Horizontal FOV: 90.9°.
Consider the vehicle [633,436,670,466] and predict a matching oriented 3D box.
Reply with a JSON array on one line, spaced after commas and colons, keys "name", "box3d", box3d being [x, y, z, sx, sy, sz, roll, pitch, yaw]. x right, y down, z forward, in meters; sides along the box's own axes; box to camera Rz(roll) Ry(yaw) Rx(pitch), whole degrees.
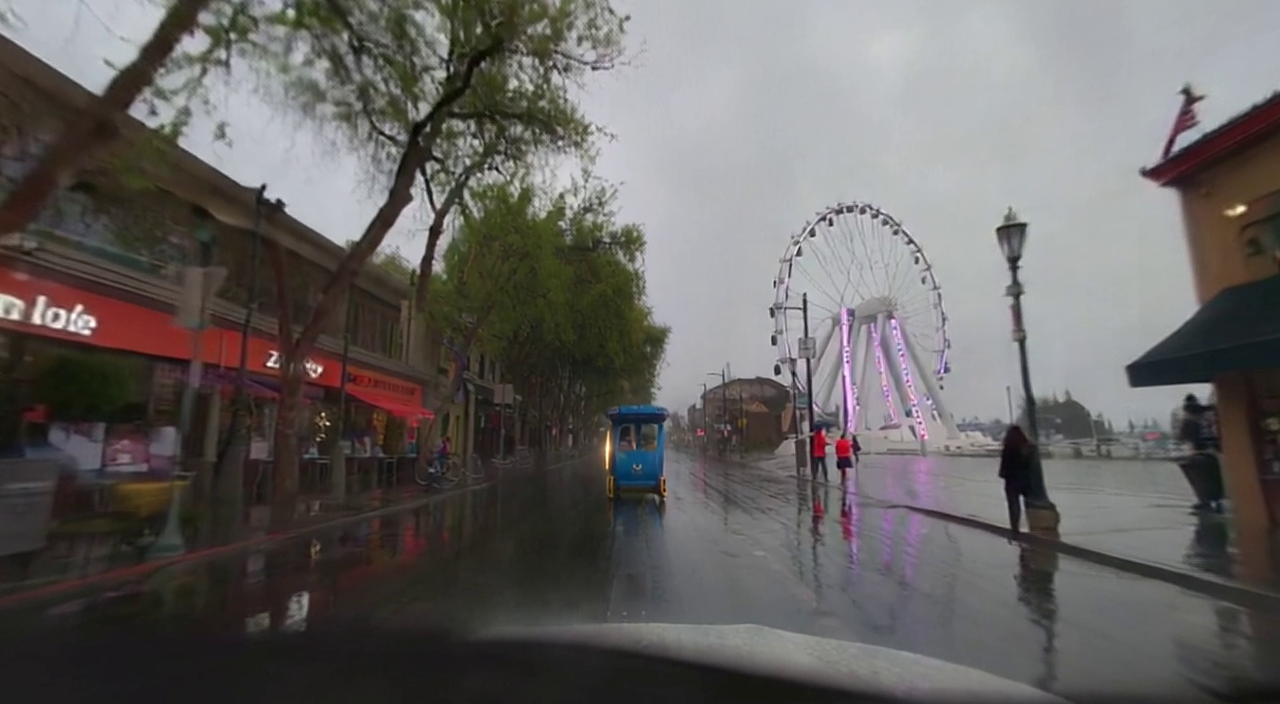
[{"name": "vehicle", "box3d": [0.746, 6.310, 40.362, 2.221, 1.773, 4.228, -1, -9, 1]}]
